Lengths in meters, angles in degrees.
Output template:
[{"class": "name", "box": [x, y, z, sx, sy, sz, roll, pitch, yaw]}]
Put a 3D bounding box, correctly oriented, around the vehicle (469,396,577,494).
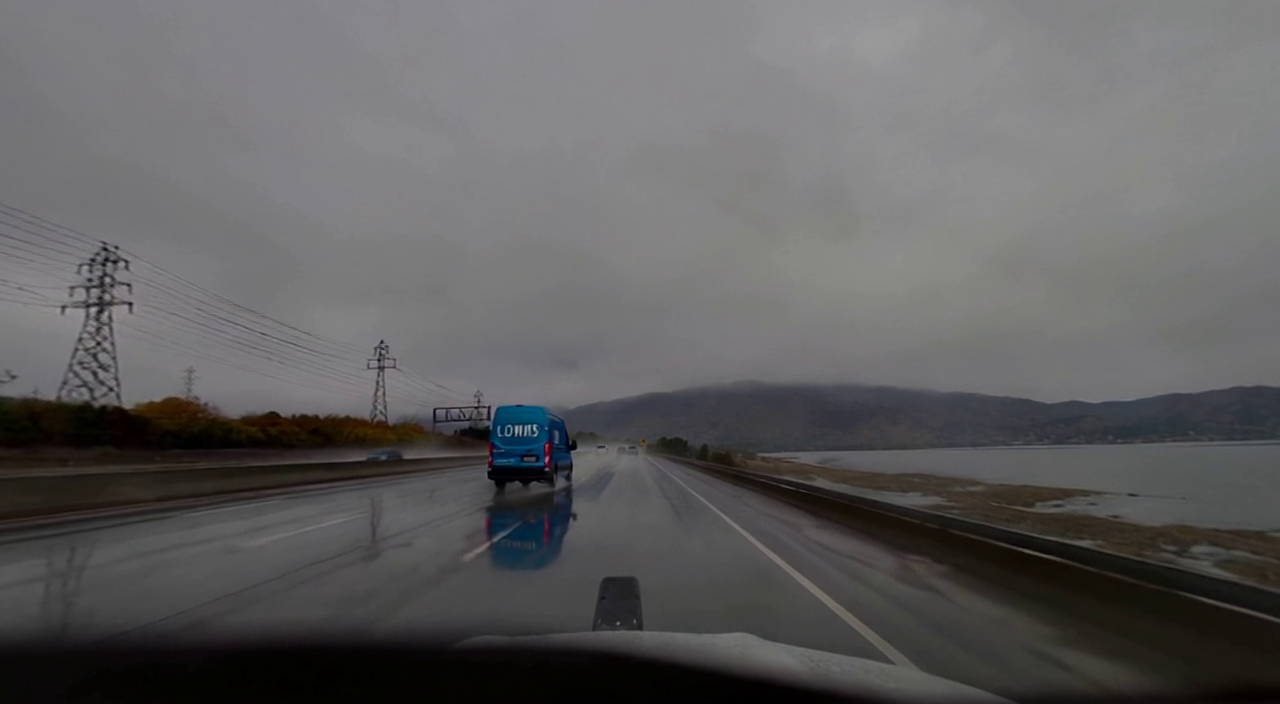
[{"class": "vehicle", "box": [-3.654, 3.114, 21.279, 2.331, 2.757, 6.581, 0, -8, 0]}]
